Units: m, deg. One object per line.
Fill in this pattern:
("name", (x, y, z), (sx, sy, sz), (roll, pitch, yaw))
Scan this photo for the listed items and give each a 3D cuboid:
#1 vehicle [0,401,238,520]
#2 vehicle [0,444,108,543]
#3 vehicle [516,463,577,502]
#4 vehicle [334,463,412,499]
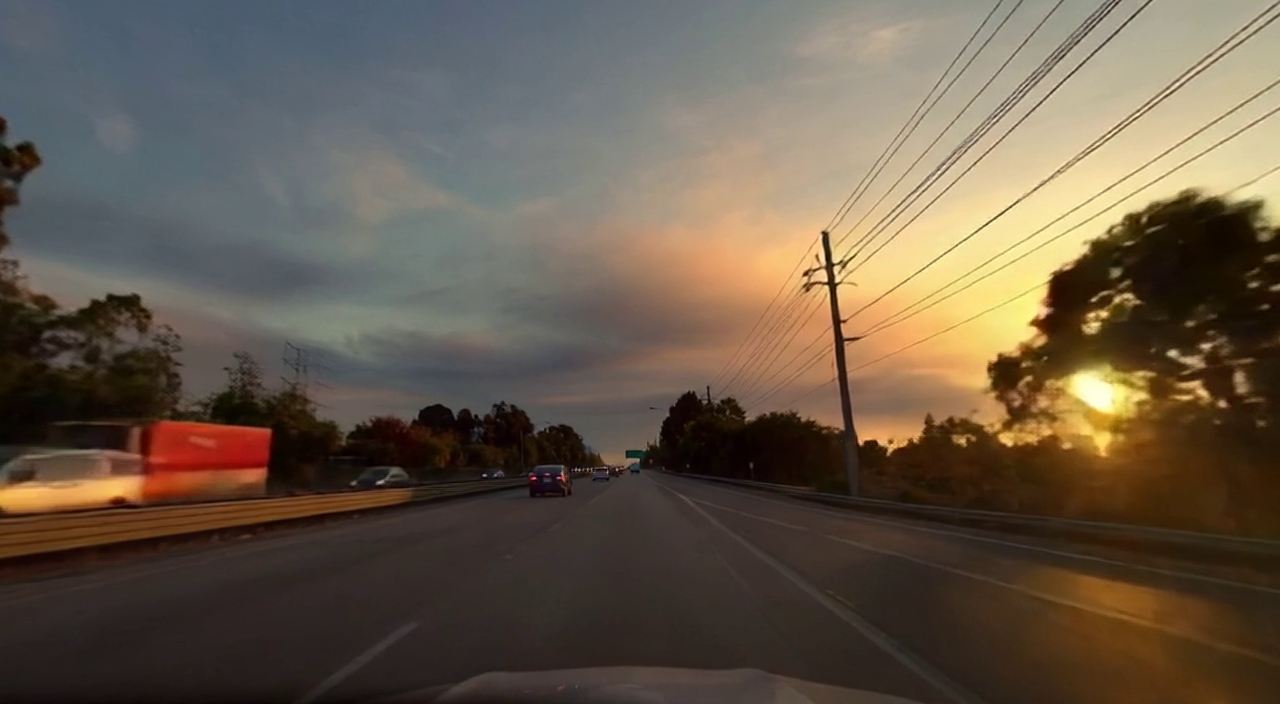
("vehicle", (-17.512, 3.664, 21.159), (2.548, 3.168, 8.075), (1, -11, 0))
("vehicle", (-12.717, 2.528, 11.263), (1.995, 1.788, 4.925), (1, -11, 0))
("vehicle", (-3.933, 5.591, 27.237), (1.963, 1.501, 4.227), (1, -11, 0))
("vehicle", (-12.178, 5.911, 28.971), (1.881, 1.497, 3.811), (1, -11, 0))
